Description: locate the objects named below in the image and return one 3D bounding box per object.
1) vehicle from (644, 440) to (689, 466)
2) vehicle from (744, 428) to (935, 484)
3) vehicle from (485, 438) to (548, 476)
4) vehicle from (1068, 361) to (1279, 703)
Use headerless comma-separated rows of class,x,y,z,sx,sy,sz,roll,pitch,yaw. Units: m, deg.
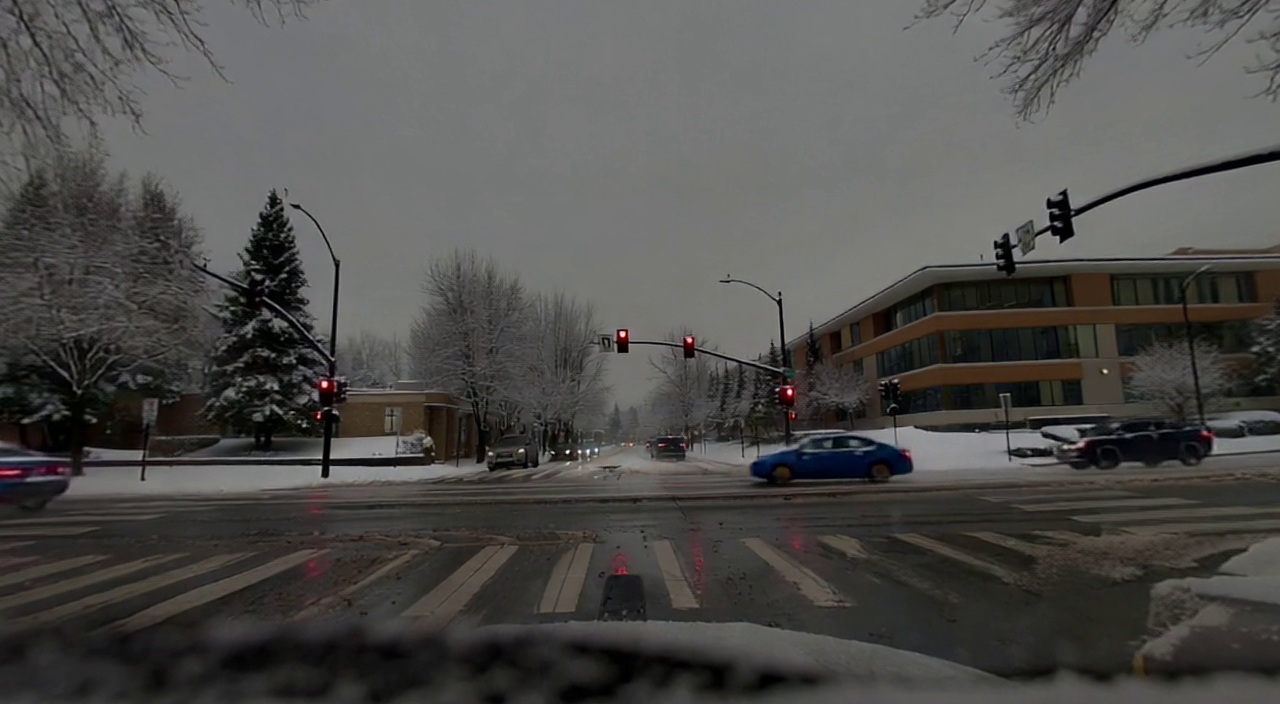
vehicle,1.541,6.090,38.166,2.031,1.442,4.446,1,-8,-7
vehicle,5.364,2.857,17.372,4.613,1.443,1.883,0,-8,0
vehicle,-5.963,5.102,30.778,2.115,1.690,4.322,0,-8,1
vehicle,2.885,0.664,0.831,1.947,1.576,3.825,0,-8,1
